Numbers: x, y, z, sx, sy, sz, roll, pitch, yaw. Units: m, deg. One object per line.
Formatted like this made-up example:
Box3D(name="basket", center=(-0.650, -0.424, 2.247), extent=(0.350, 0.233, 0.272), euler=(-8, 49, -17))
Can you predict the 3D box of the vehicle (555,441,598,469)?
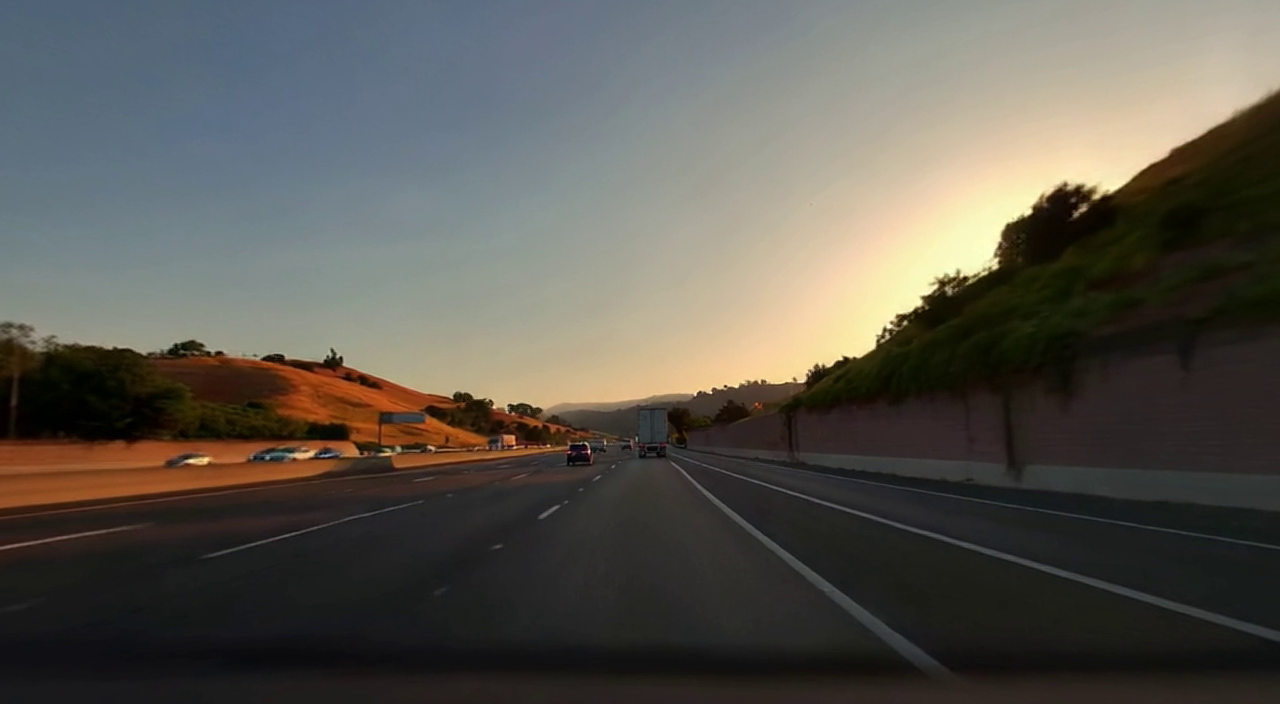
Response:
Box3D(name="vehicle", center=(-3.590, 5.950, 36.481), extent=(1.983, 1.508, 4.060), euler=(0, -8, 1))
